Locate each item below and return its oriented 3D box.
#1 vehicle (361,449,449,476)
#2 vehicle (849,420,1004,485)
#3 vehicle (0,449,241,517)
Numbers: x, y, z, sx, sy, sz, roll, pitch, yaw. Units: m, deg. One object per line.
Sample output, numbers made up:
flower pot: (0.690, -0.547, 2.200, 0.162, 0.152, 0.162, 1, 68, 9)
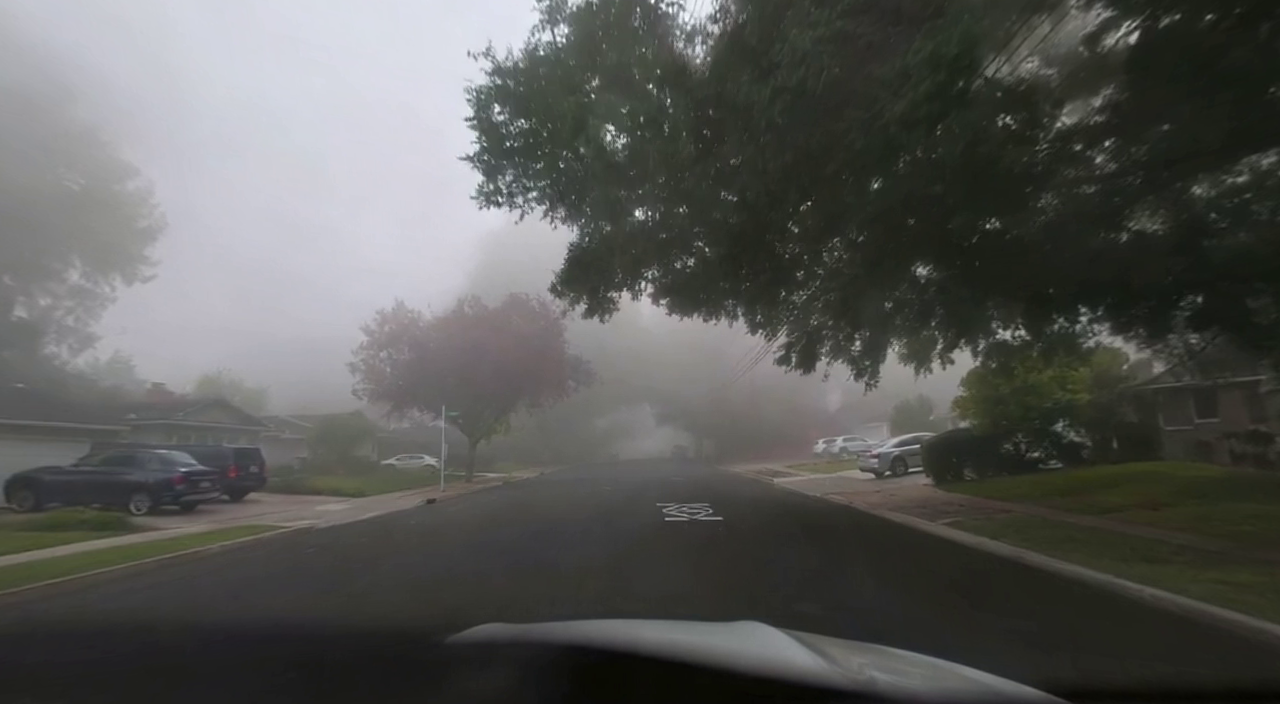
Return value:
vehicle: (-13.722, 6.409, 36.906, 4.477, 1.449, 1.922, 5, -10, -30)
vehicle: (10.565, 3.730, 23.549, 4.697, 1.604, 1.838, -8, -8, -2)
vehicle: (-12.706, 3.169, 15.605, 4.406, 1.539, 1.912, 0, -9, 2)
